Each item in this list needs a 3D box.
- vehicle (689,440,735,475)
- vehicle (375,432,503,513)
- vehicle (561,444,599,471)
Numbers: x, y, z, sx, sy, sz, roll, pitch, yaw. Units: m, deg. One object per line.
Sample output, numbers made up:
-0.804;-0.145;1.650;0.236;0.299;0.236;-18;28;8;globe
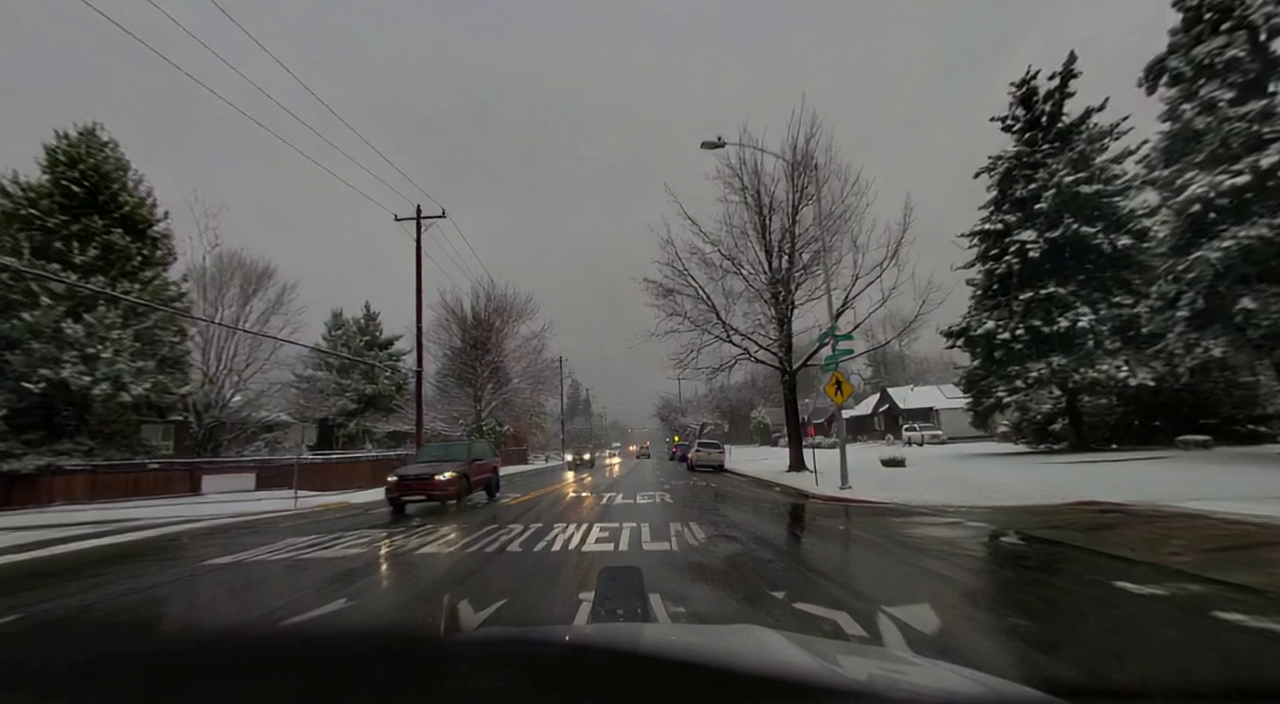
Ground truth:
3.843;5.739;34.630;2.087;1.725;4.986;0;-9;2;vehicle
-5.615;3.406;18.372;2.037;1.948;4.621;-4;-9;3;vehicle
-4.312;7.678;46.262;2.091;1.793;5.296;0;-9;2;vehicle
